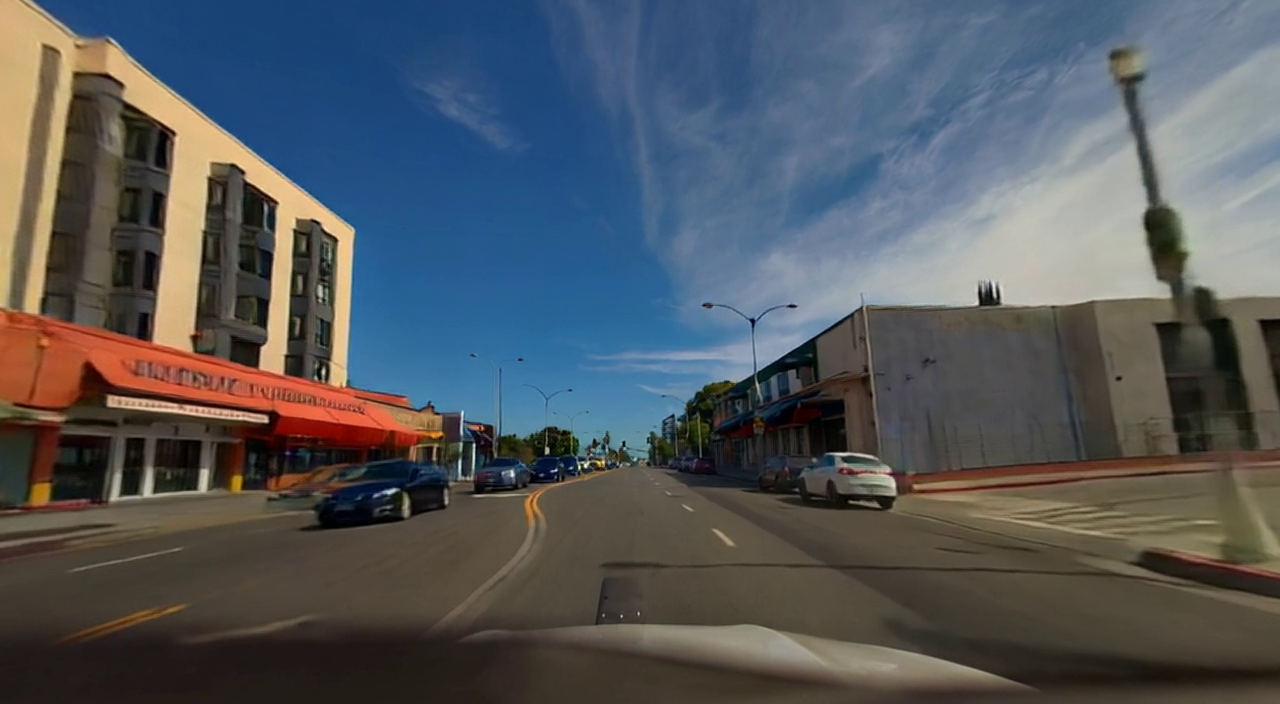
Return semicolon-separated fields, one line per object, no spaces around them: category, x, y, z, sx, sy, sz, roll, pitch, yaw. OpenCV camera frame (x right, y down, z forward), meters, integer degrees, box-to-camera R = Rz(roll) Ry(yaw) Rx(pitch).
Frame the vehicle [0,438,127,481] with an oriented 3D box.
vehicle;-33.809;6.114;36.536;2.014;2.203;6.002;-3;-8;22

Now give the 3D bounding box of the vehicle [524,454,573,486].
vehicle;-5.104;6.646;35.919;1.950;1.636;4.253;-1;-9;3

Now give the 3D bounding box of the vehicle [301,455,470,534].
vehicle;-5.617;3.178;14.667;2.052;1.481;4.248;-1;-8;2

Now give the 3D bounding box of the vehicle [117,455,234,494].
vehicle;-23.145;6.058;31.687;1.771;1.718;4.249;-5;-9;27

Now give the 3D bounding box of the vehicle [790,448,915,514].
vehicle;5.774;3.529;17.835;1.957;1.572;4.418;0;-9;0

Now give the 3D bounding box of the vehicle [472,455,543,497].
vehicle;-5.336;5.028;25.952;1.949;1.533;3.864;-1;-9;2
